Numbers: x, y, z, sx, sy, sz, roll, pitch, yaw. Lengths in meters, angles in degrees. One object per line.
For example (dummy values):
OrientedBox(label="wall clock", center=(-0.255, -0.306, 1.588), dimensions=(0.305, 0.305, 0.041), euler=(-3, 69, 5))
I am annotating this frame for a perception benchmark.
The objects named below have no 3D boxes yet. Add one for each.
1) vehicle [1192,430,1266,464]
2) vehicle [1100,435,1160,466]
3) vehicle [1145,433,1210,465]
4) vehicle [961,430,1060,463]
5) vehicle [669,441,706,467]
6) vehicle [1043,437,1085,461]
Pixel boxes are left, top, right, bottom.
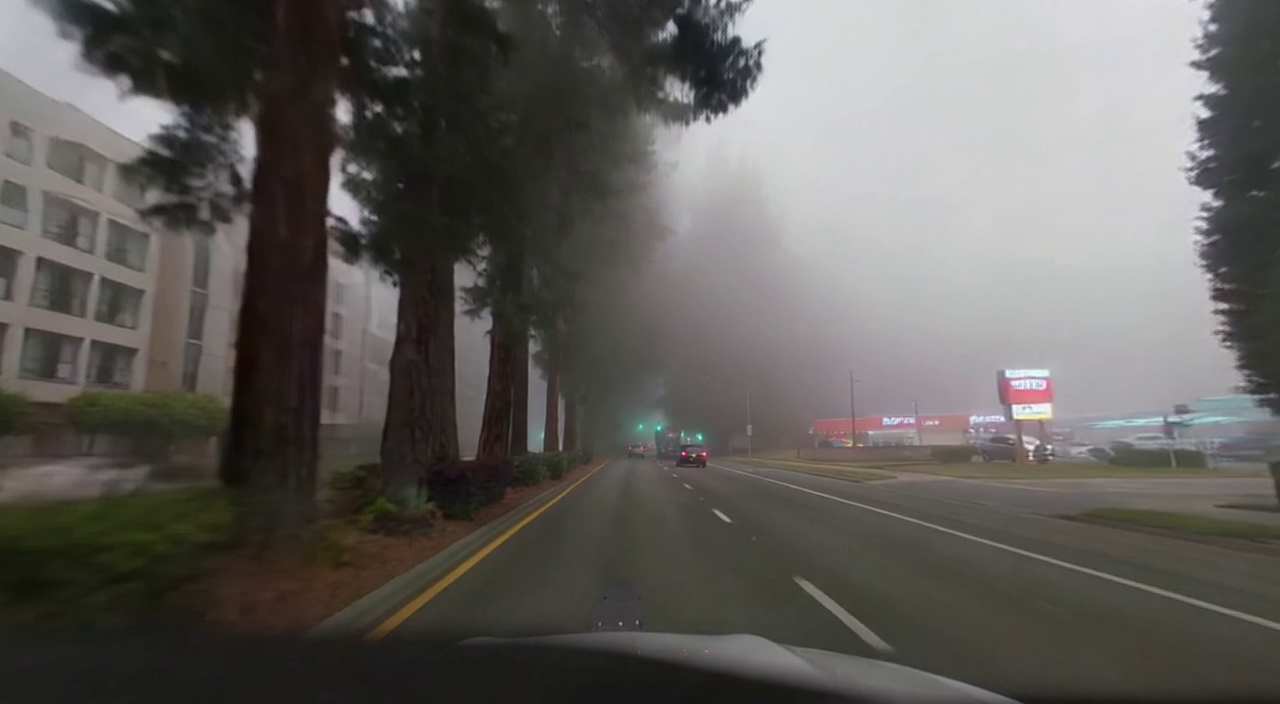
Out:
OrientedBox(label="vehicle", center=(36.758, 5.920, 39.582), dimensions=(2.160, 1.948, 4.256), euler=(-3, -8, 27))
OrientedBox(label="vehicle", center=(31.716, 6.369, 41.044), dimensions=(2.269, 1.862, 4.495), euler=(-3, -9, 28))
OrientedBox(label="vehicle", center=(34.062, 6.121, 40.162), dimensions=(2.181, 1.901, 4.222), euler=(-4, -9, 28))
OrientedBox(label="vehicle", center=(20.606, 5.244, 35.225), dimensions=(4.210, 1.727, 2.227), euler=(2, -7, -8))
OrientedBox(label="vehicle", center=(3.136, 6.790, 42.309), dimensions=(2.041, 1.531, 4.236), euler=(1, -7, -1))
OrientedBox(label="vehicle", center=(31.121, 7.093, 46.501), dimensions=(2.064, 1.654, 4.271), euler=(-4, -9, 28))
